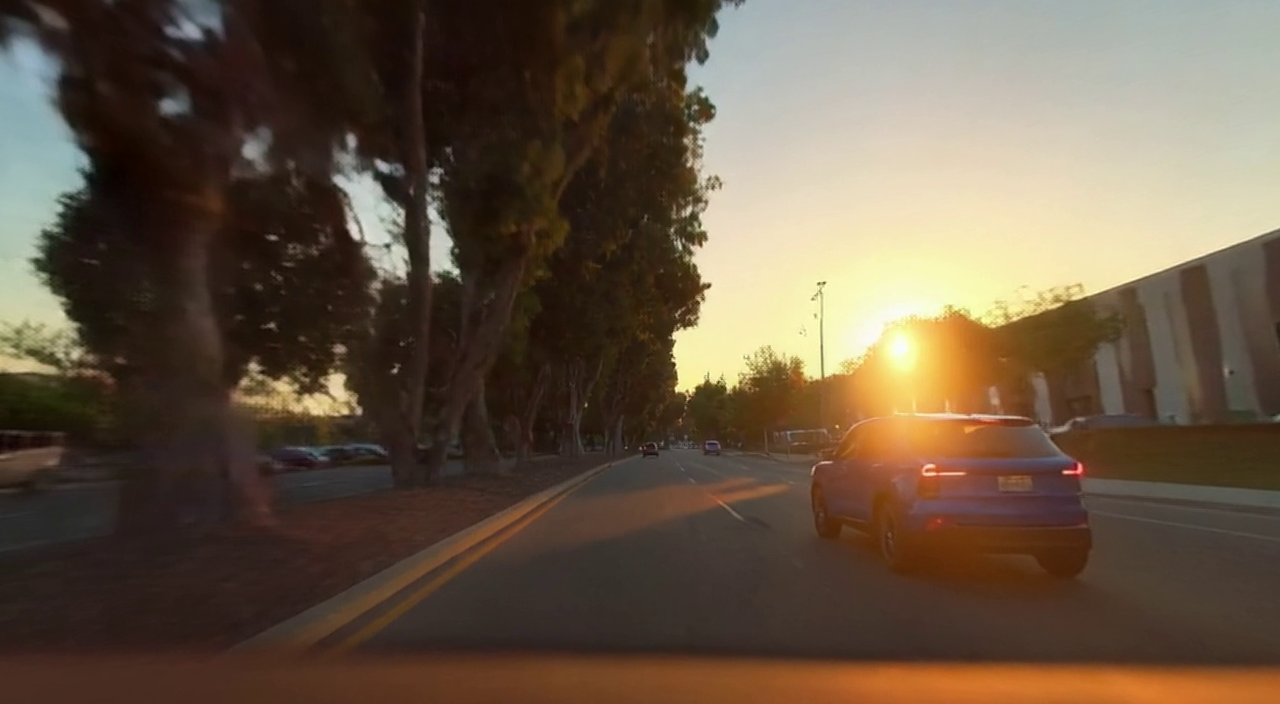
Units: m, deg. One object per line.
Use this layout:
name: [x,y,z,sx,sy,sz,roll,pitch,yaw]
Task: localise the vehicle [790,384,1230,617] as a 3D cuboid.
vehicle: [3.200,1.387,6.790,2.060,1.665,4.284,0,-8,-1]
